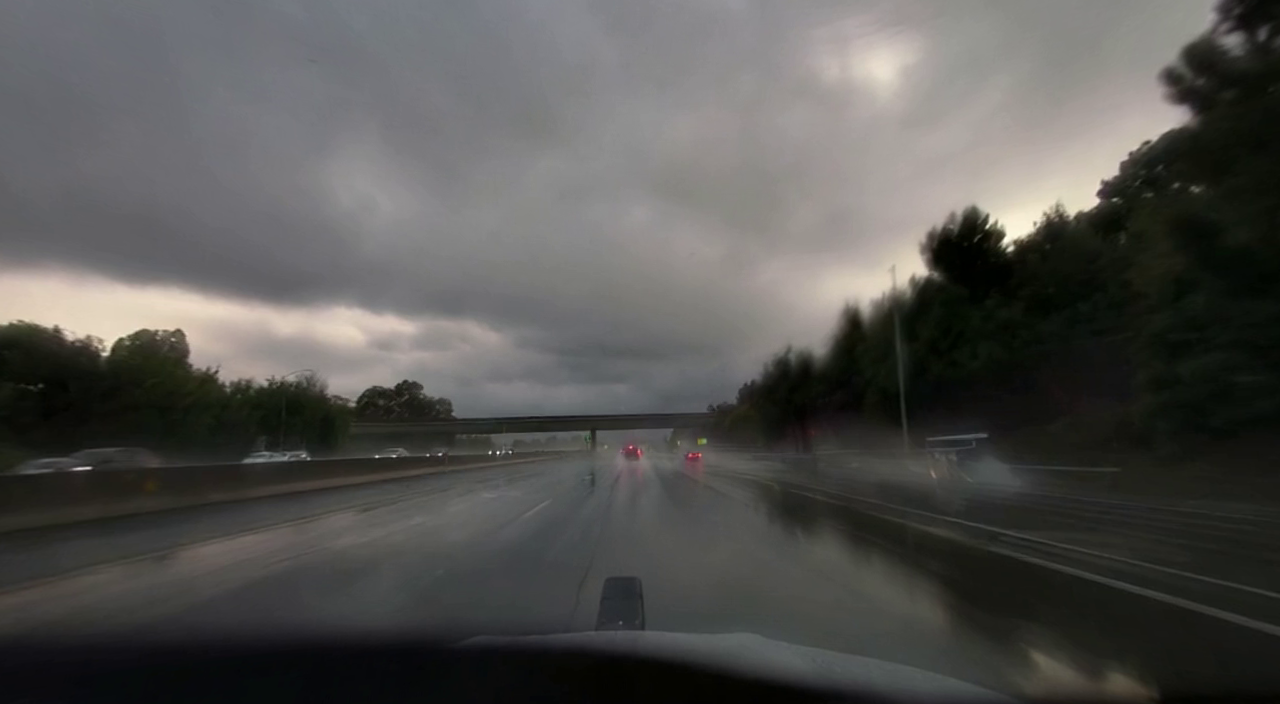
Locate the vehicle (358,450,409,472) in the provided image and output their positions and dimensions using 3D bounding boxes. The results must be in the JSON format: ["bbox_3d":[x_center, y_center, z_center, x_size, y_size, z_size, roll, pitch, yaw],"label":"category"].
[{"bbox_3d":[-18.658,7.890,46.140,1.871,1.497,4.589,0,-9,-1],"label":"vehicle"}]

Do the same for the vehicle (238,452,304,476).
[{"bbox_3d":[-25.600,7.779,44.027,2.024,1.547,4.451,0,-9,-2],"label":"vehicle"}]

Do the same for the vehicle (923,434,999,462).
[{"bbox_3d":[18.609,5.606,36.871,1.916,1.508,4.485,0,-9,-3],"label":"vehicle"}]

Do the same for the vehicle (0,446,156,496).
[{"bbox_3d":[-22.096,4.597,24.948,1.936,1.735,5.067,0,-9,-1],"label":"vehicle"}]
